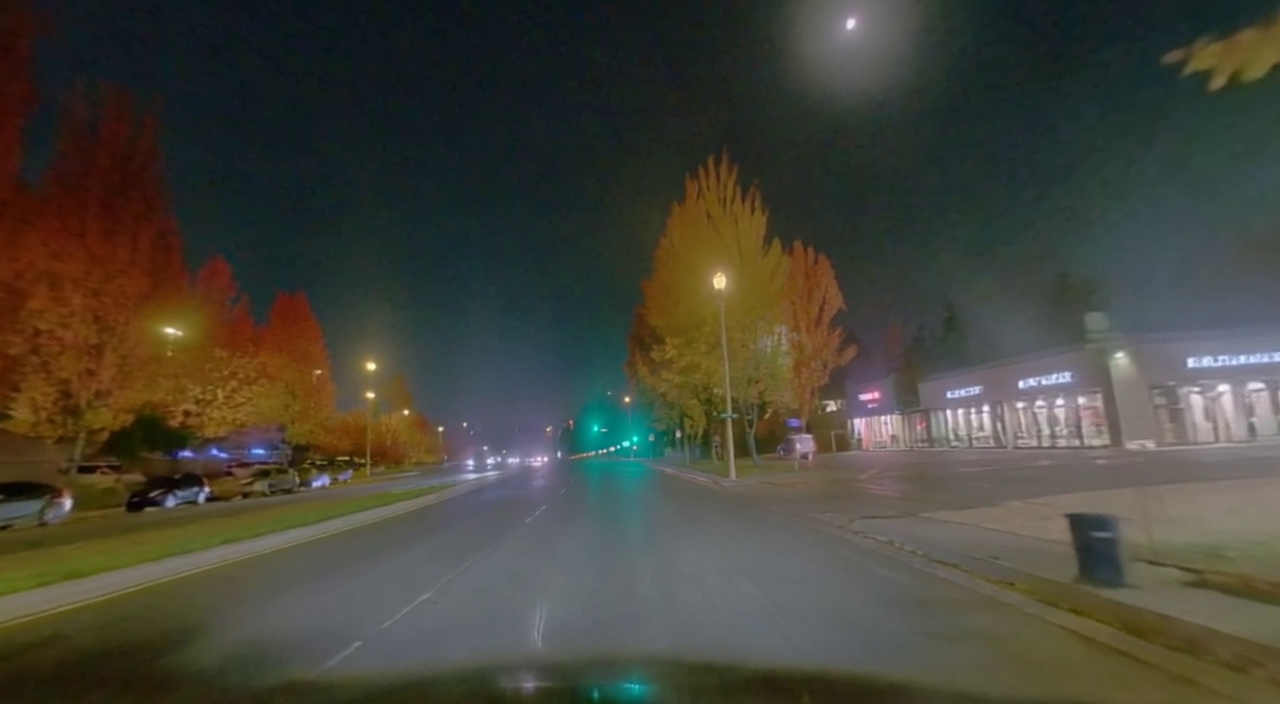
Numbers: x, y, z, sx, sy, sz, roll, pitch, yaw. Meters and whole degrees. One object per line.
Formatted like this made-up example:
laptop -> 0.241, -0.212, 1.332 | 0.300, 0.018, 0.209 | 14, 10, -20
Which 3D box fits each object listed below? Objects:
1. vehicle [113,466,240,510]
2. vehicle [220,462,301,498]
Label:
vehicle -> -18.892, 5.550, 25.896 | 1.887, 1.490, 4.432 | 0, -9, -1
vehicle -> -19.349, 6.525, 32.223 | 1.896, 1.495, 4.108 | -4, -9, -5
